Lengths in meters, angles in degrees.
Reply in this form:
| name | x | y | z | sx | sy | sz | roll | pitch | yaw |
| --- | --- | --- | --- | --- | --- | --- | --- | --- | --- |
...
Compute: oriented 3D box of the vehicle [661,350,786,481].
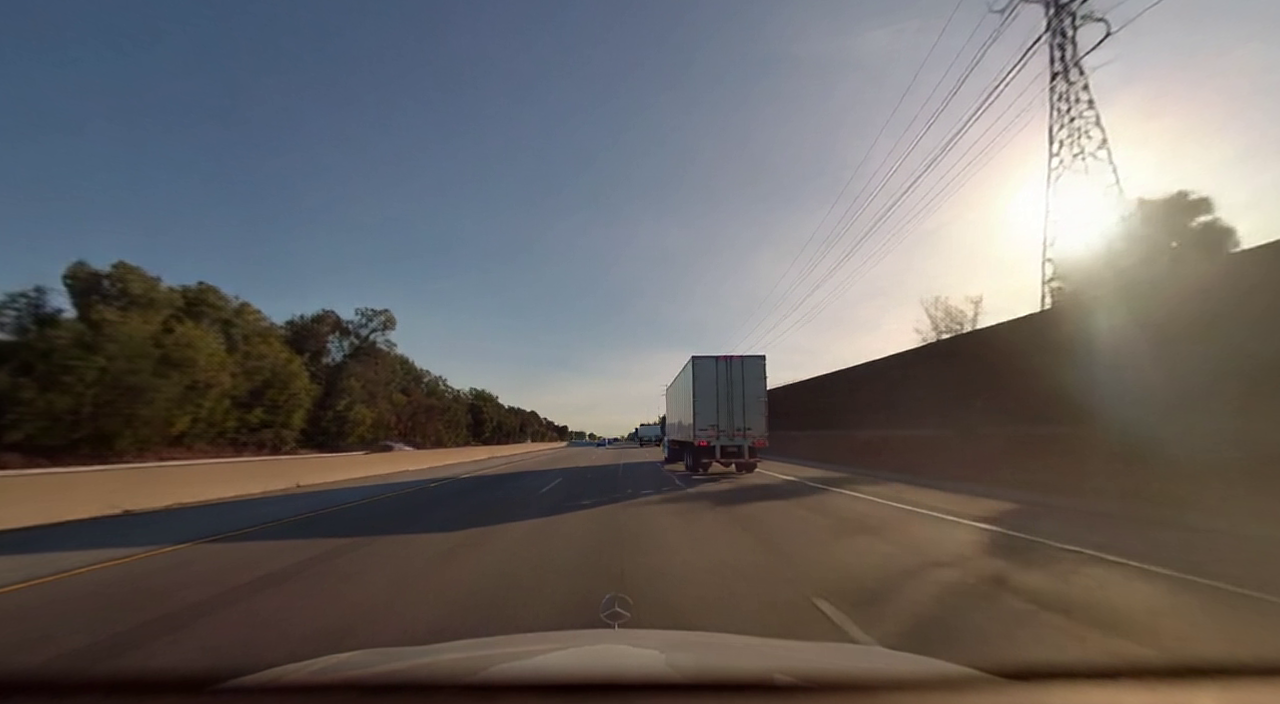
| name | x | y | z | sx | sy | sz | roll | pitch | yaw |
| --- | --- | --- | --- | --- | --- | --- | --- | --- | --- |
| vehicle | 2.826 | 2.909 | 26.738 | 2.905 | 4.080 | 14.157 | 0 | -8 | -2 |
